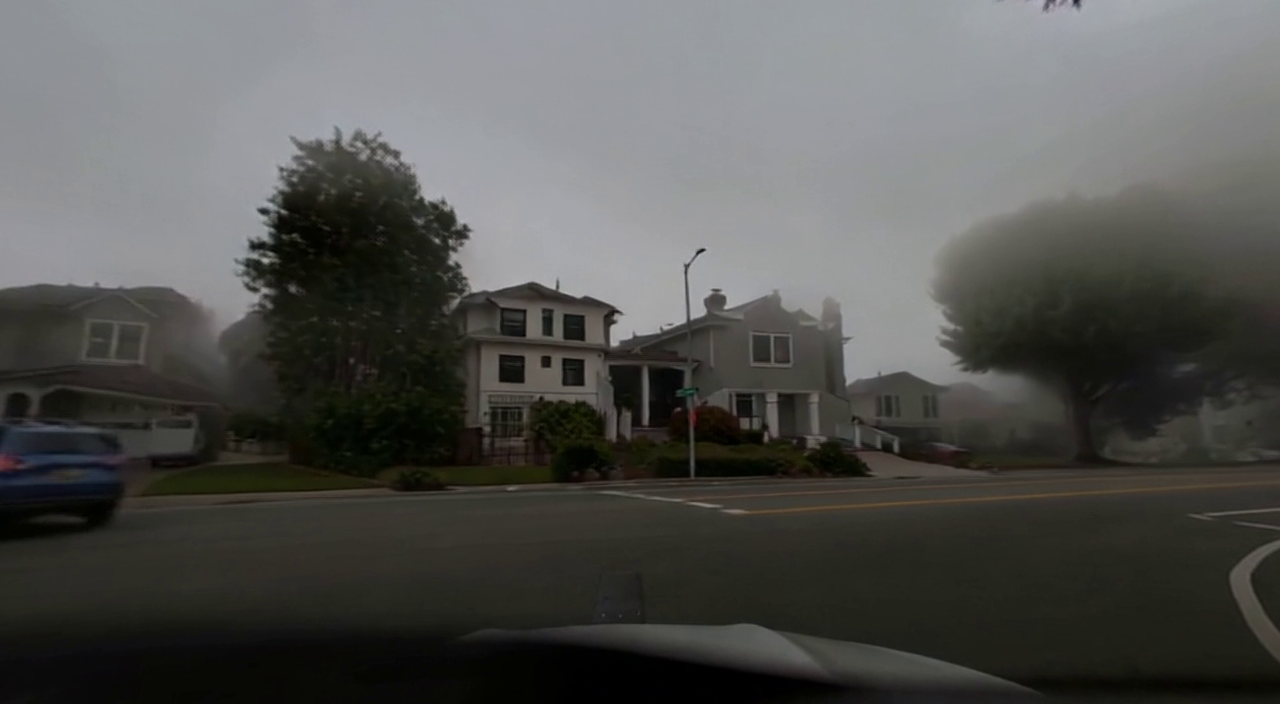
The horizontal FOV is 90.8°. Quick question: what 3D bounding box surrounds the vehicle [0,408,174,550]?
[{"bbox_3d":[-9.304,1.770,9.225,4.210,1.695,2.145,-4,-9,25],"label":"vehicle"}]
